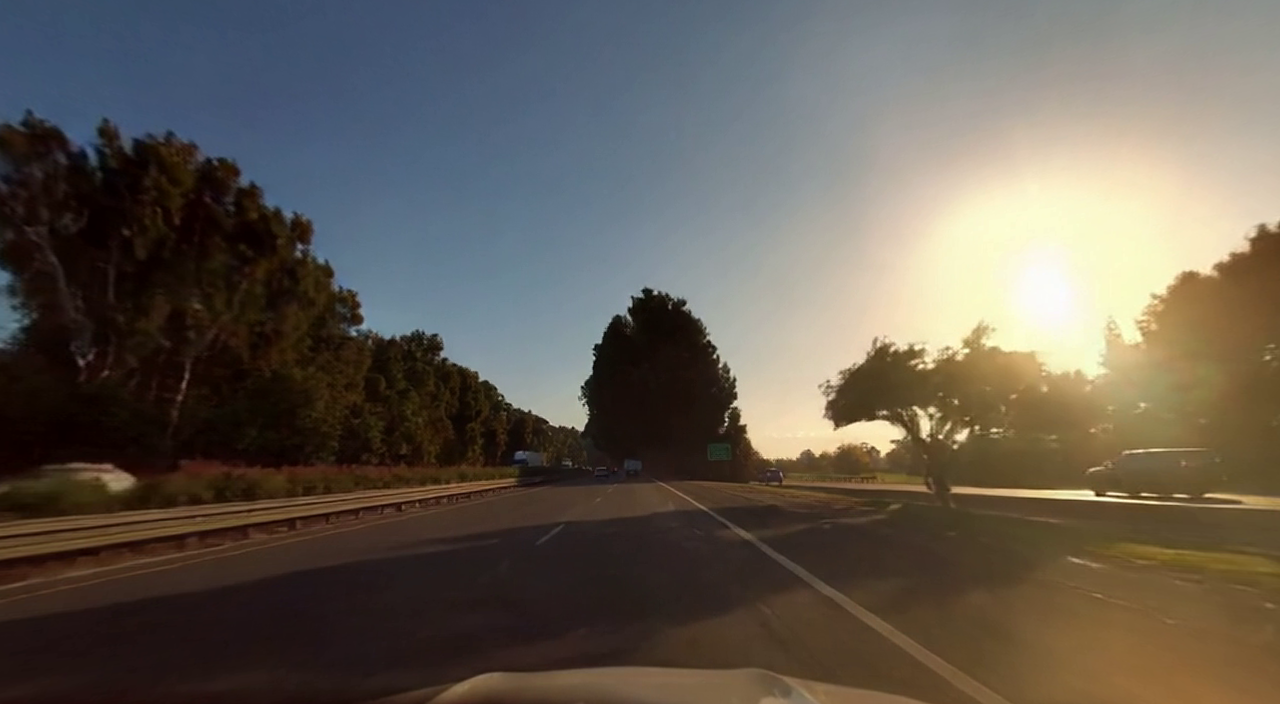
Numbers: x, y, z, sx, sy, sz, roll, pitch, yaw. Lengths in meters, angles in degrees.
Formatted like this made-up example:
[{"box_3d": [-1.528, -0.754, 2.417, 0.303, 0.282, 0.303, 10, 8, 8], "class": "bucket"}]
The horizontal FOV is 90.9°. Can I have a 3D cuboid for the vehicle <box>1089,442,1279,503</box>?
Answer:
[{"box_3d": [15.685, 3.524, 18.461, 1.973, 1.540, 3.978, 1, -11, -3], "class": "vehicle"}]
